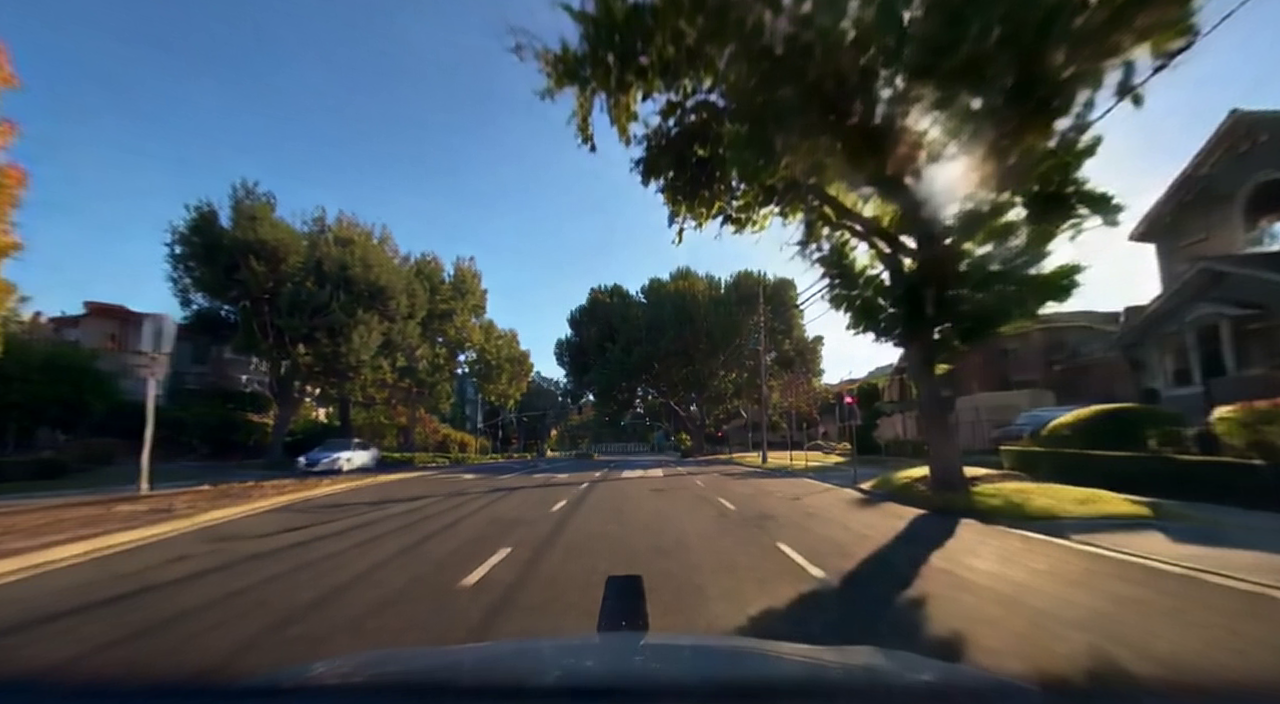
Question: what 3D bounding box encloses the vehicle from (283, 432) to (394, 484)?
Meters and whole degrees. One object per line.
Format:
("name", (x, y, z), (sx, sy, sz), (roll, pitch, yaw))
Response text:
("vehicle", (-11.760, 4.148, 24.938), (2.045, 1.847, 4.674), (0, -8, 0))
